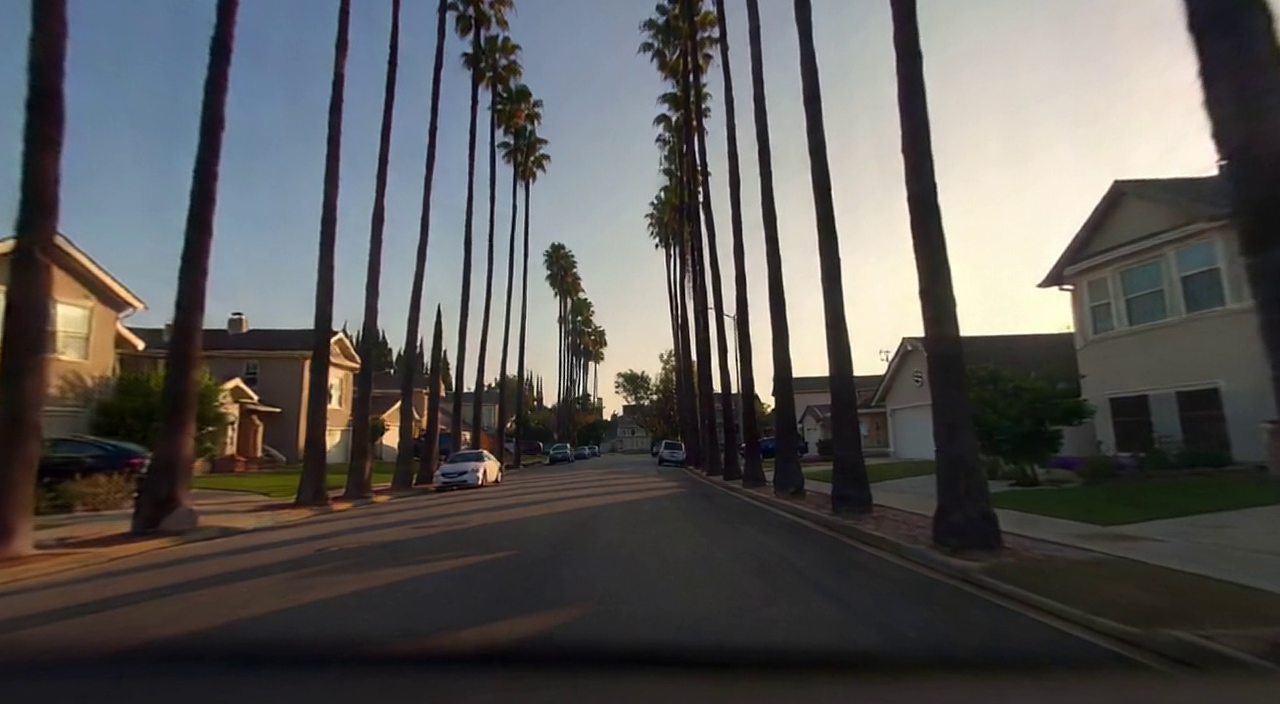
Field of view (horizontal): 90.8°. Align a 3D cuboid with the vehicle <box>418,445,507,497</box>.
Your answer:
[{"bbox_3d":[-5.972,4.029,21.832,1.949,1.511,4.466,0,-8,-2],"label":"vehicle"}]

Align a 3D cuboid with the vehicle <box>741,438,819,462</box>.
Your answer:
[{"bbox_3d":[9.022,6.348,41.037,4.643,1.520,1.826,0,-8,1],"label":"vehicle"}]

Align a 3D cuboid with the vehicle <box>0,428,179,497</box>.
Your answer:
[{"bbox_3d":[-13.233,2.435,14.094,4.283,1.400,1.926,0,-8,-2],"label":"vehicle"}]

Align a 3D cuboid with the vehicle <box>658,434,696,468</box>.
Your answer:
[{"bbox_3d":[2.373,6.579,42.074,2.184,2.038,6.212,0,-8,0],"label":"vehicle"}]

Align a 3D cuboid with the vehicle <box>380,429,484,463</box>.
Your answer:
[{"bbox_3d":[-12.315,5.623,37.787,5.340,1.948,2.398,0,-8,-1],"label":"vehicle"}]
